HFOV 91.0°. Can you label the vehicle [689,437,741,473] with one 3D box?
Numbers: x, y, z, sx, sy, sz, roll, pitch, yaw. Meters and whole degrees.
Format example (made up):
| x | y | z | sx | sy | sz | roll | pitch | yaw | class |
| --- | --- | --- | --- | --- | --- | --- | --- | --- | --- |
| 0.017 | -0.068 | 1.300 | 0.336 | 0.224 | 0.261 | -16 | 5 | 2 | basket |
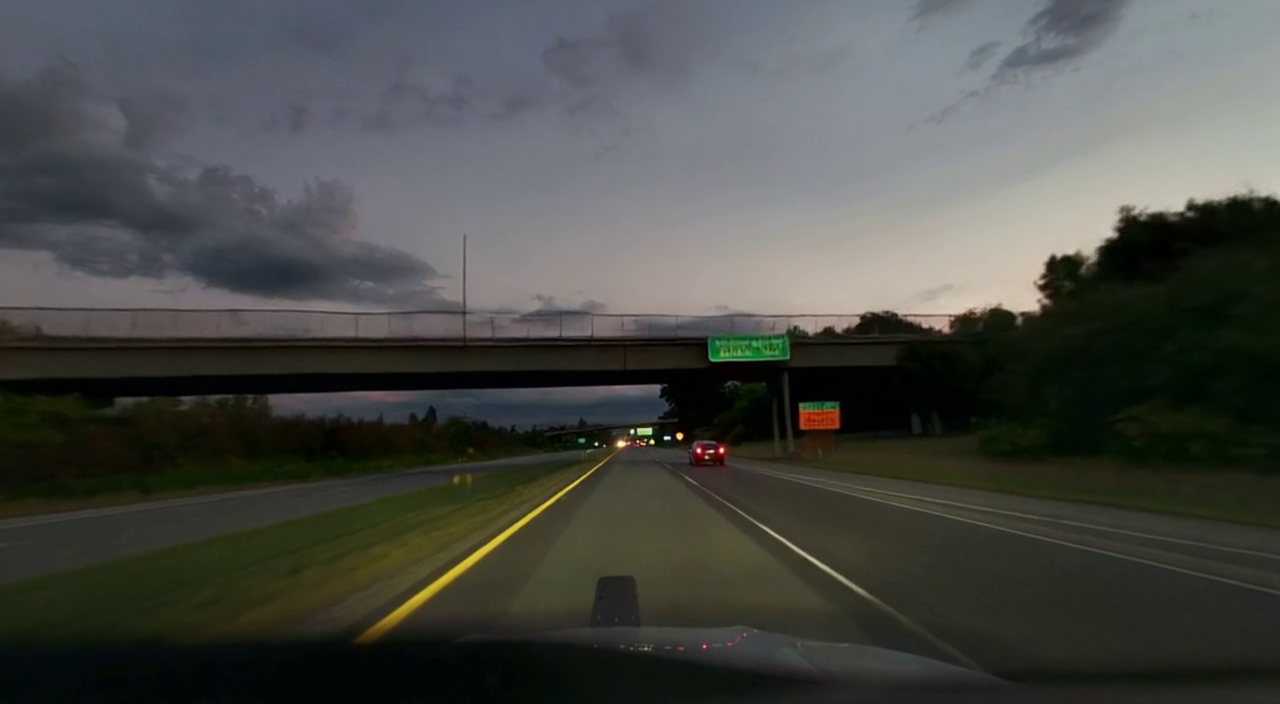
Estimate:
| x | y | z | sx | sy | sz | roll | pitch | yaw | class |
| --- | --- | --- | --- | --- | --- | --- | --- | --- | --- |
| 3.264 | 4.545 | 27.965 | 1.781 | 1.470 | 3.540 | 0 | -8 | -2 | vehicle |
